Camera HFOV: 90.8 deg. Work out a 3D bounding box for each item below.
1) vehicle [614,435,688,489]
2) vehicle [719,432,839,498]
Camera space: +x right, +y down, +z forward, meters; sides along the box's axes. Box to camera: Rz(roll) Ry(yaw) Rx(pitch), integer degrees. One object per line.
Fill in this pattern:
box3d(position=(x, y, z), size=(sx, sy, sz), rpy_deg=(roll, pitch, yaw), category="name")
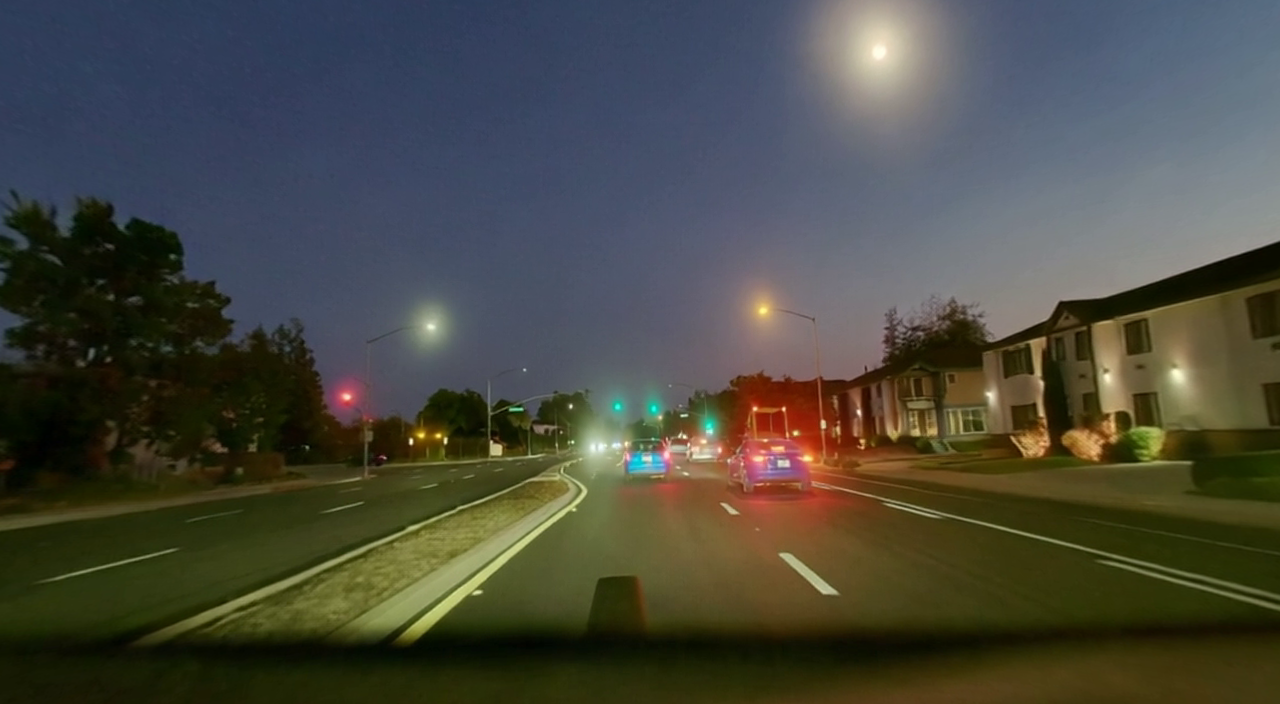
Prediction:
box3d(position=(0.306, 3.432, 20.029), size=(2.093, 1.497, 4.010), rpy_deg=(0, -9, 0), category="vehicle")
box3d(position=(3.552, 2.987, 17.110), size=(2.161, 1.519, 4.568), rpy_deg=(0, -9, -1), category="vehicle")
